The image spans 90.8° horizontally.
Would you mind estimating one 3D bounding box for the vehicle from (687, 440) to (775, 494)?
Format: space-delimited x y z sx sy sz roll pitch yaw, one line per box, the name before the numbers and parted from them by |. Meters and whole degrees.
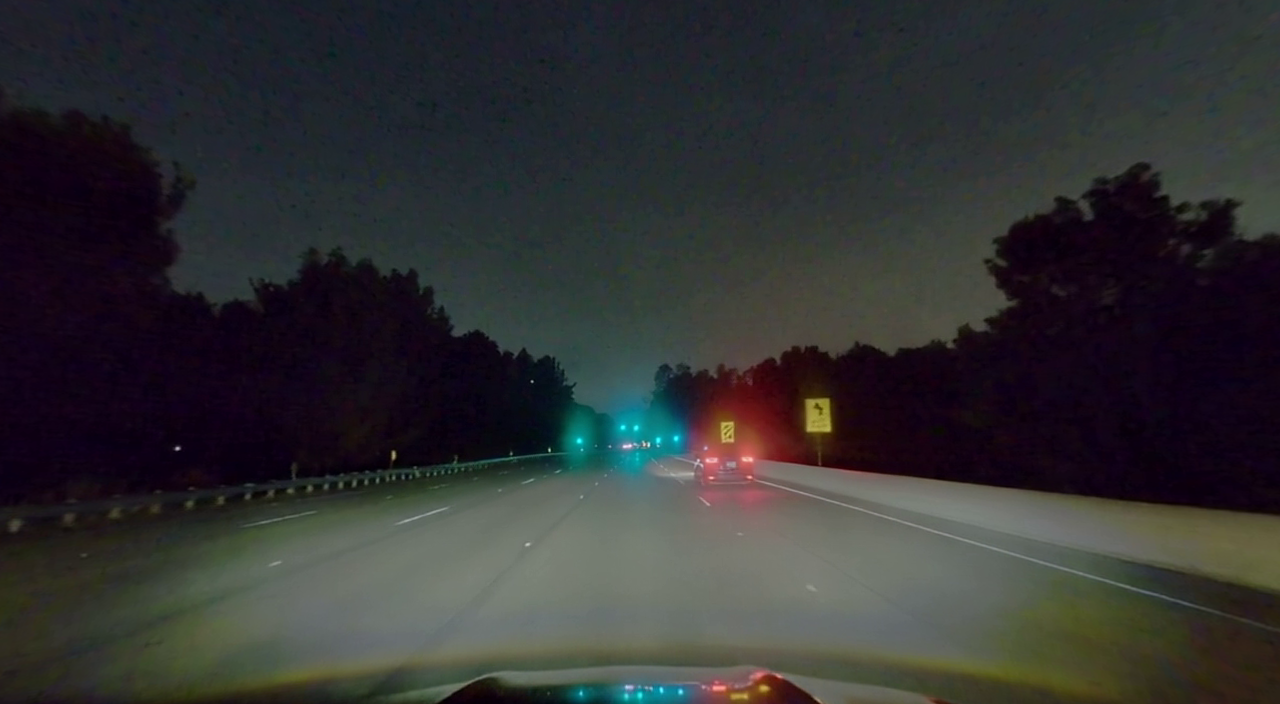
vehicle | 2.706 3.549 19.913 2.042 1.469 4.470 0 -8 -1
